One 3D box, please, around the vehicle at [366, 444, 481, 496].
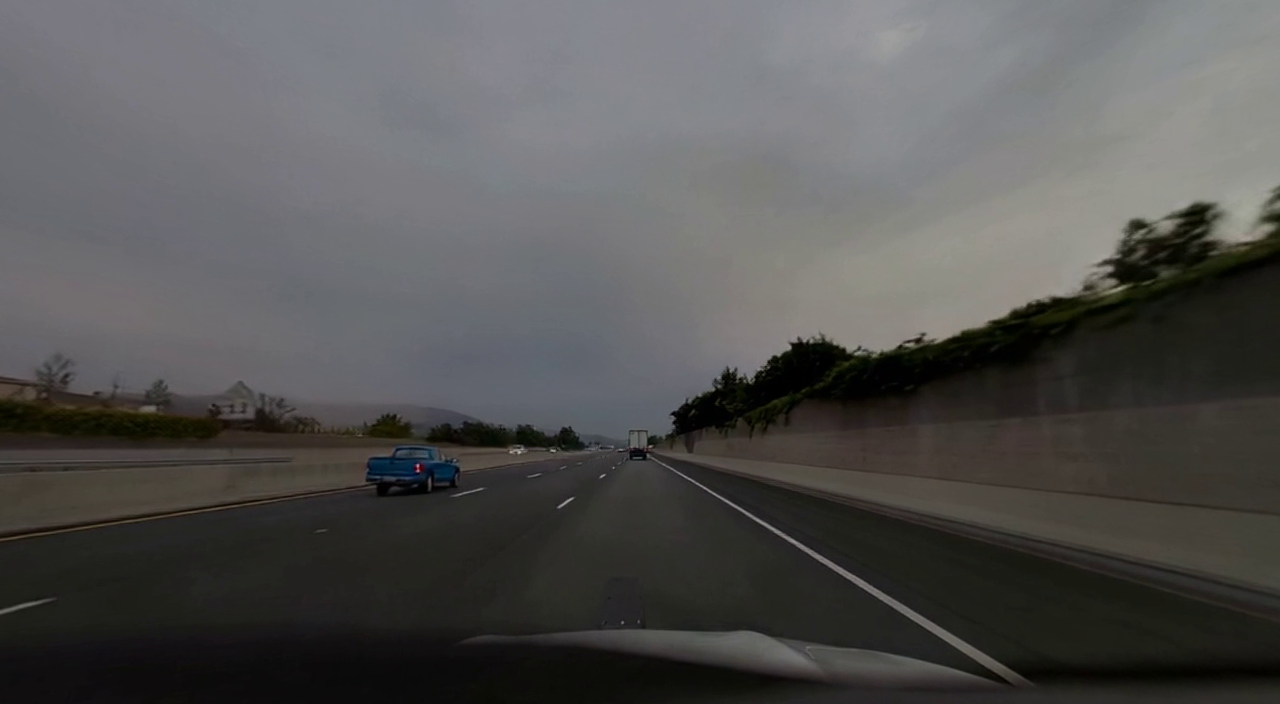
[{"bbox_3d":[-6.944,3.828,20.882,2.017,1.468,5.031,0,-9,0],"label":"vehicle"}]
